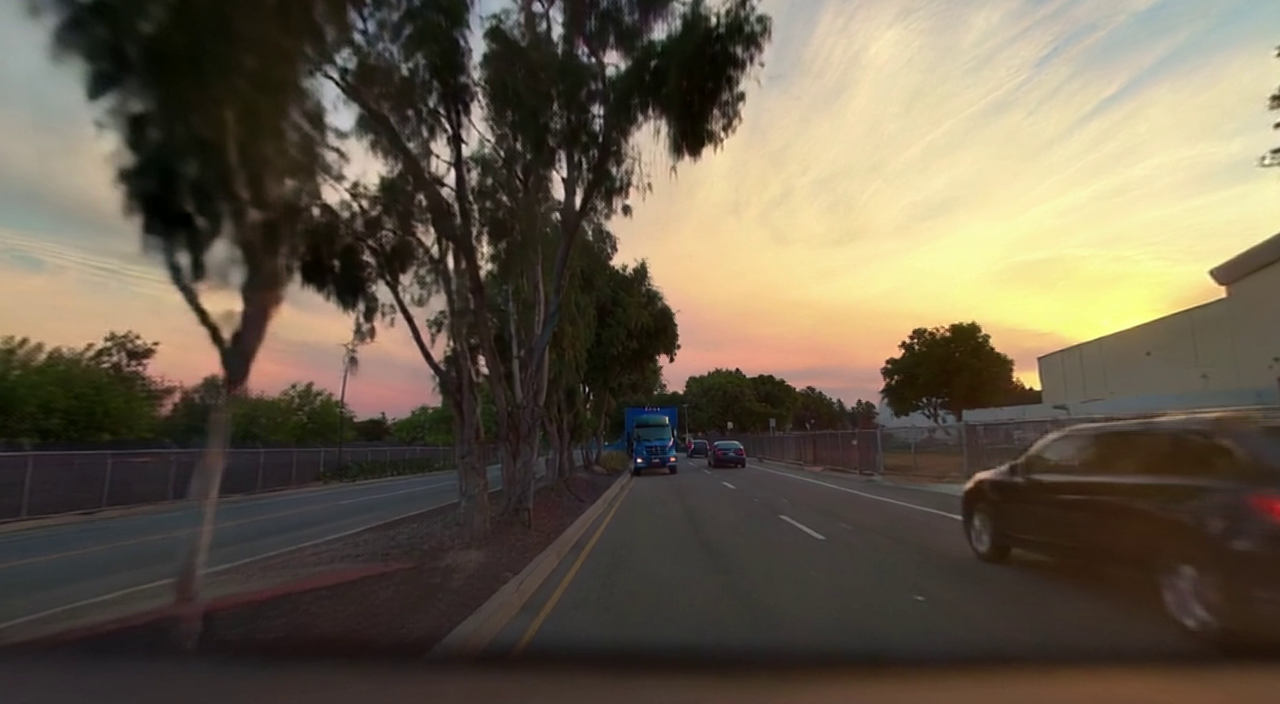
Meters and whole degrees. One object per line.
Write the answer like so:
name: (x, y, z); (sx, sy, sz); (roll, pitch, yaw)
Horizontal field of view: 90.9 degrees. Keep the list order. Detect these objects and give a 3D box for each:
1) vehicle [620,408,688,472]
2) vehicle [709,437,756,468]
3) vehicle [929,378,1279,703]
vehicle: (0.738, 4.663, 33.181); (3.197, 2.963, 7.055); (0, -8, 1)
vehicle: (5.375, 5.909, 37.225); (2.151, 1.662, 4.543); (0, -8, 1)
vehicle: (4.337, 1.230, 4.936); (2.076, 1.661, 4.524); (0, -8, 2)
